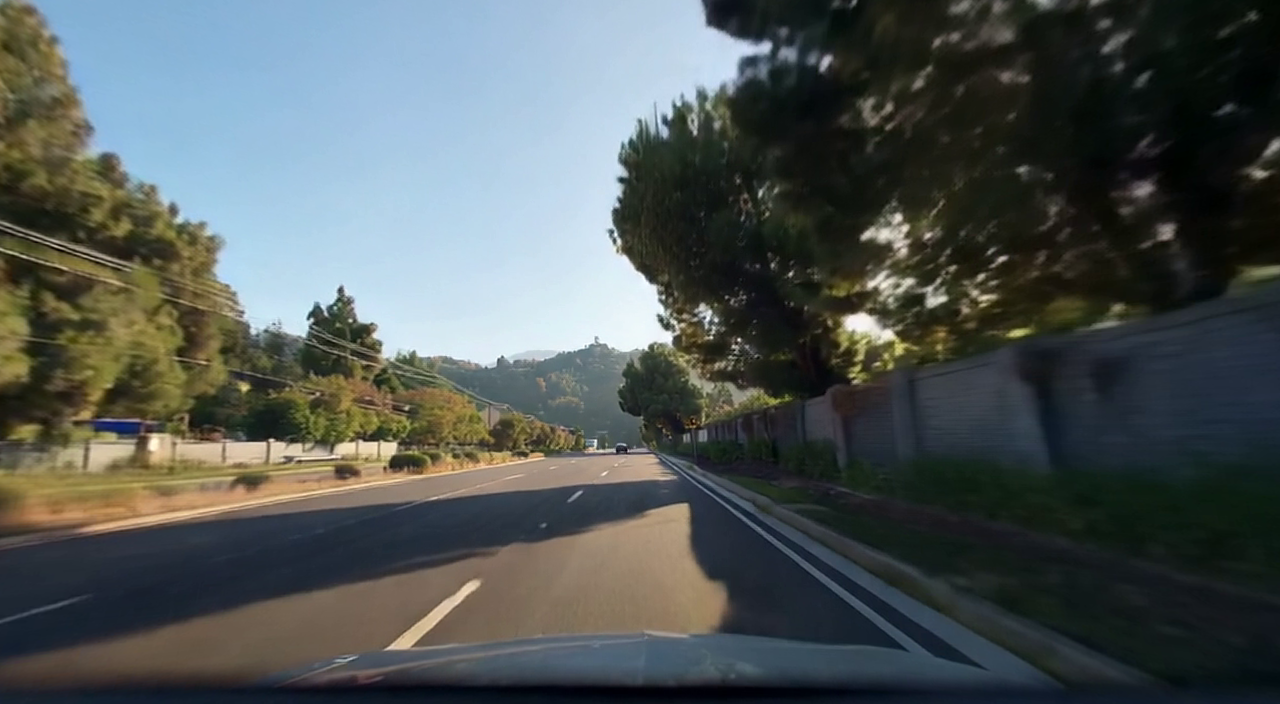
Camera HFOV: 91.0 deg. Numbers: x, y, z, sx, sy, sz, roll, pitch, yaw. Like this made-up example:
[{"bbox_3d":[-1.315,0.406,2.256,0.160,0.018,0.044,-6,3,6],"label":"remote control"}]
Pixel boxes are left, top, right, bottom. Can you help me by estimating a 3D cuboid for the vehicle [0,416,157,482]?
[{"bbox_3d":[-41.719,6.754,44.226,2.890,4.058,17.562,1,-8,-4],"label":"vehicle"}]
